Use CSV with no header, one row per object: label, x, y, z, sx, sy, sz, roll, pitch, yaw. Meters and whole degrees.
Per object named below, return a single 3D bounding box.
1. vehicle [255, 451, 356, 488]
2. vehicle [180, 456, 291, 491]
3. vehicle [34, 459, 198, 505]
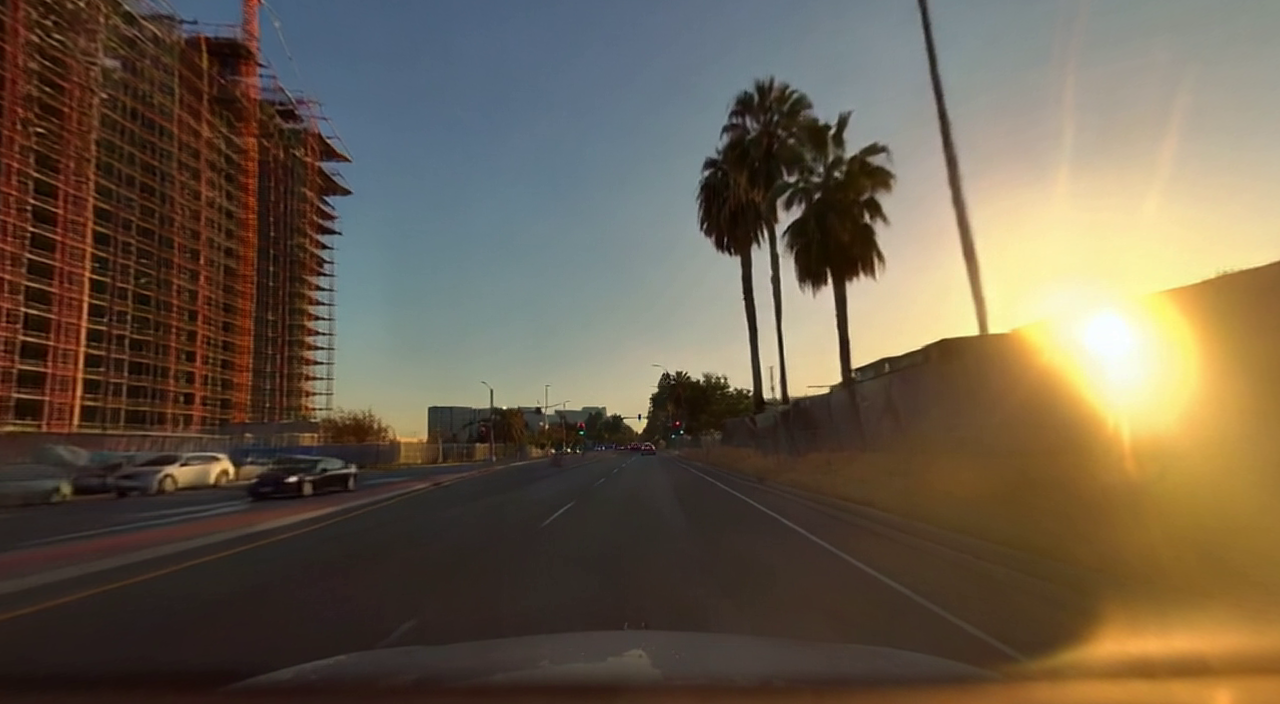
vehicle,-15.116,5.310,28.879,2.113,1.478,4.828,0,-9,-2
vehicle,-19.359,5.831,30.491,2.007,1.453,4.932,-1,-9,2
vehicle,-19.403,4.801,23.705,2.003,1.440,4.857,0,-9,0
